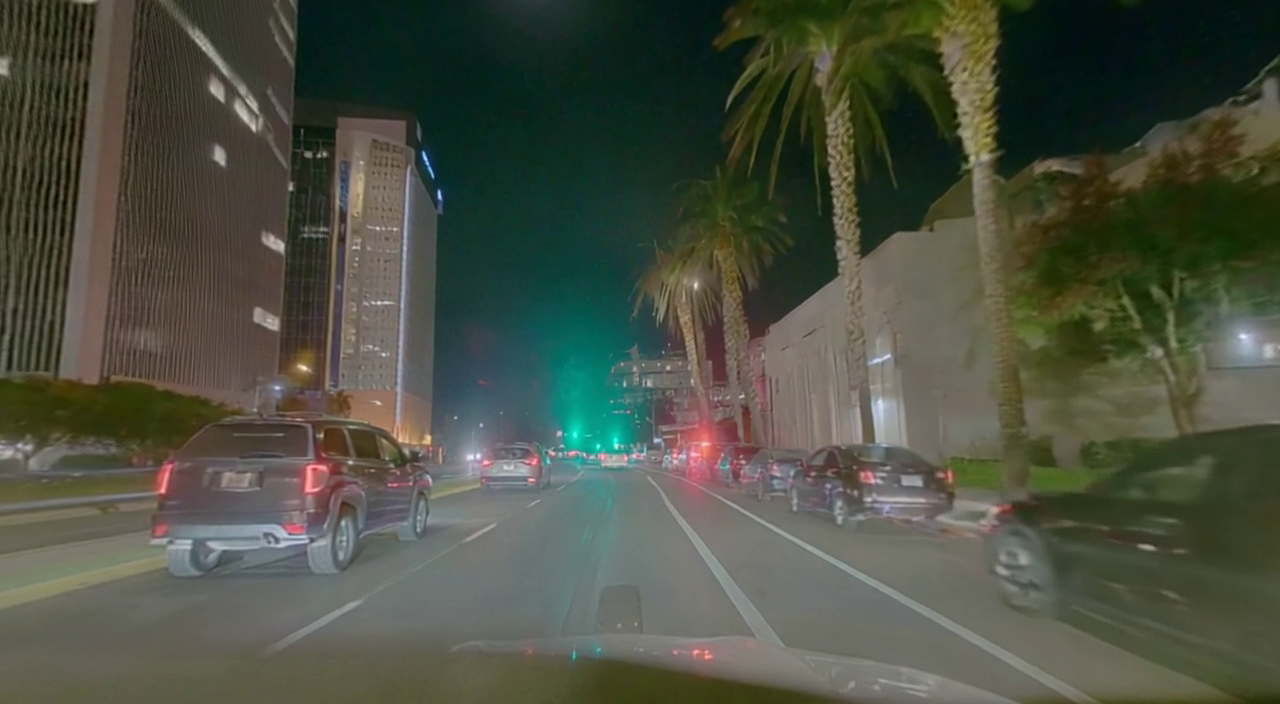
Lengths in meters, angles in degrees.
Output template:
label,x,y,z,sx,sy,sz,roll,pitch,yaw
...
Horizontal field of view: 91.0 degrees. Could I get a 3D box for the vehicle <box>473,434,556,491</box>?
label,x,y,z,sx,sy,sz,roll,pitch,yaw
vehicle,-4.150,3.750,21.637,2.014,1.740,4.392,0,-9,-1

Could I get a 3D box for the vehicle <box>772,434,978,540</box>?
label,x,y,z,sx,sy,sz,roll,pitch,yaw
vehicle,3.891,2.304,11.436,1.873,1.511,4.523,0,-8,-2

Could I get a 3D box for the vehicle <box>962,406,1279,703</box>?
label,x,y,z,sx,sy,sz,roll,pitch,yaw
vehicle,3.879,1.047,3.176,1.925,1.486,4.744,0,-8,-1

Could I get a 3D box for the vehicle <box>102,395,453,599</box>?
label,x,y,z,sx,sy,sz,roll,pitch,yaw
vehicle,-3.859,1.605,7.775,1.800,1.797,4.224,0,-9,-1

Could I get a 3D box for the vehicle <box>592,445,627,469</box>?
label,x,y,z,sx,sy,sz,roll,pitch,yaw
vehicle,-1.990,6.726,40.405,2.036,1.461,3.890,1,-9,-6
